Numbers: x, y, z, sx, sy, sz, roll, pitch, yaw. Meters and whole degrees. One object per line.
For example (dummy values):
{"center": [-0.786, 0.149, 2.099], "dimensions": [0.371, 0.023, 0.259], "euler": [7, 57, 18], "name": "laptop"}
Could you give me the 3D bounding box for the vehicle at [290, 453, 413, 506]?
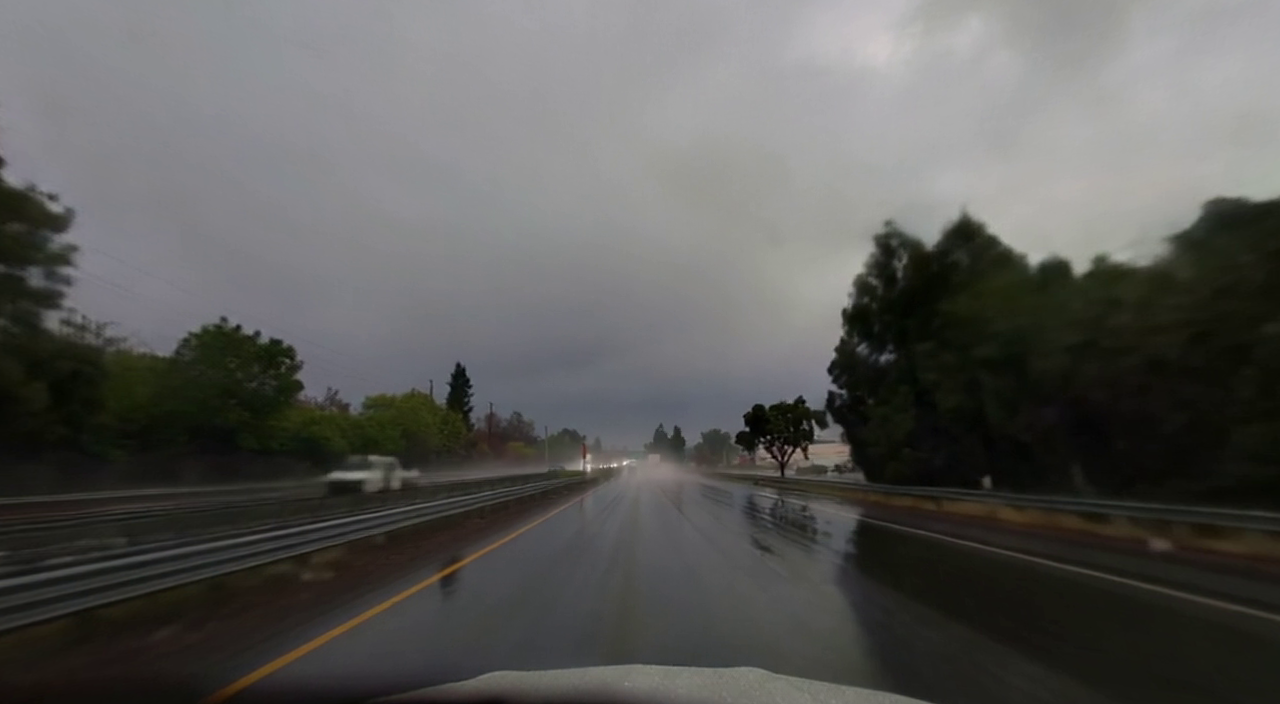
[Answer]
{"center": [-9.256, 4.155, 20.730], "dimensions": [1.938, 1.521, 4.459], "euler": [1, -10, 0], "name": "vehicle"}
